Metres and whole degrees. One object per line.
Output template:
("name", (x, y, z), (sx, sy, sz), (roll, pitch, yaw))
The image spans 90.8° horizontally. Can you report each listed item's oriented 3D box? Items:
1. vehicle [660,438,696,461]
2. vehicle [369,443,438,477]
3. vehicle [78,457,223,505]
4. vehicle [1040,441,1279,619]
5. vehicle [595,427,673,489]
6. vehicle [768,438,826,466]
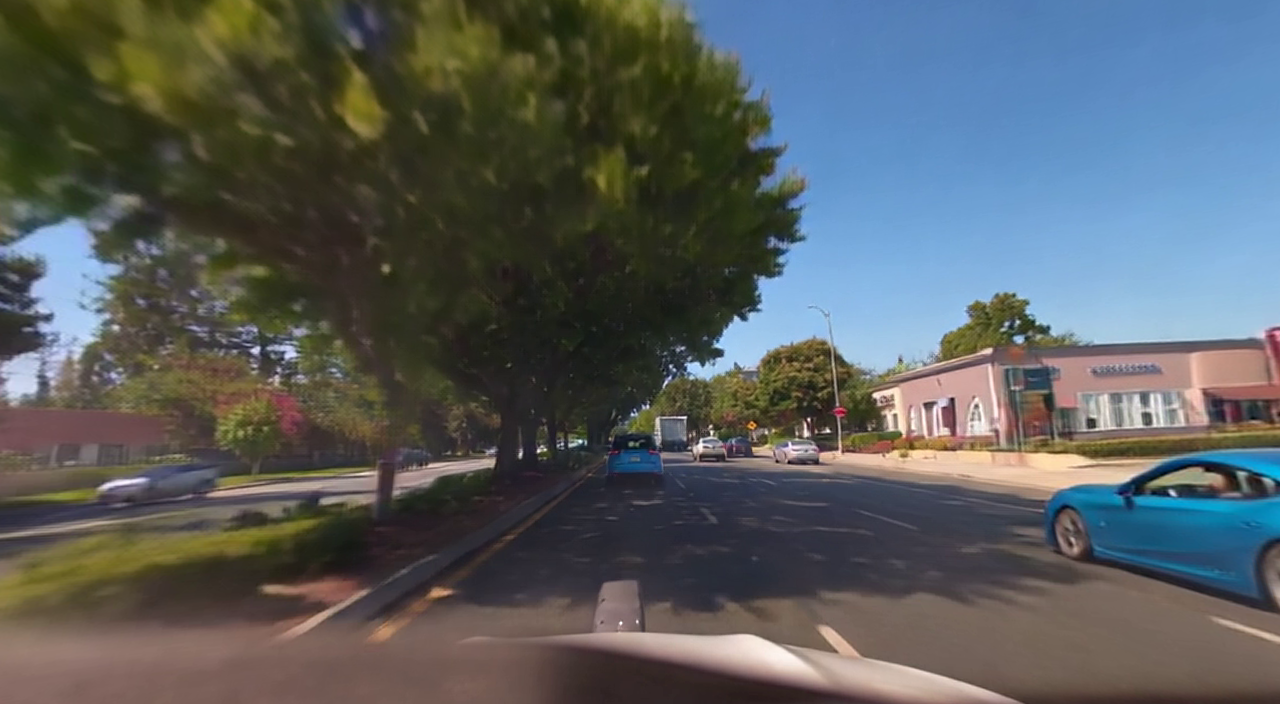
("vehicle", (2.607, 6.823, 44.190), (2.078, 1.471, 4.142), (0, -9, -2))
("vehicle", (-13.805, 6.316, 37.186), (2.080, 1.821, 4.833), (-1, -9, 1))
("vehicle", (-19.474, 5.115, 25.480), (1.982, 1.633, 4.620), (-1, -9, 2))
("vehicle", (5.815, 1.370, 5.105), (2.258, 1.294, 4.312), (0, -9, -1))
("vehicle", (-0.206, 3.368, 20.326), (2.266, 1.762, 4.131), (0, -9, -1))
("vehicle", (8.937, 5.732, 36.290), (2.045, 1.484, 4.342), (0, -9, -2))
